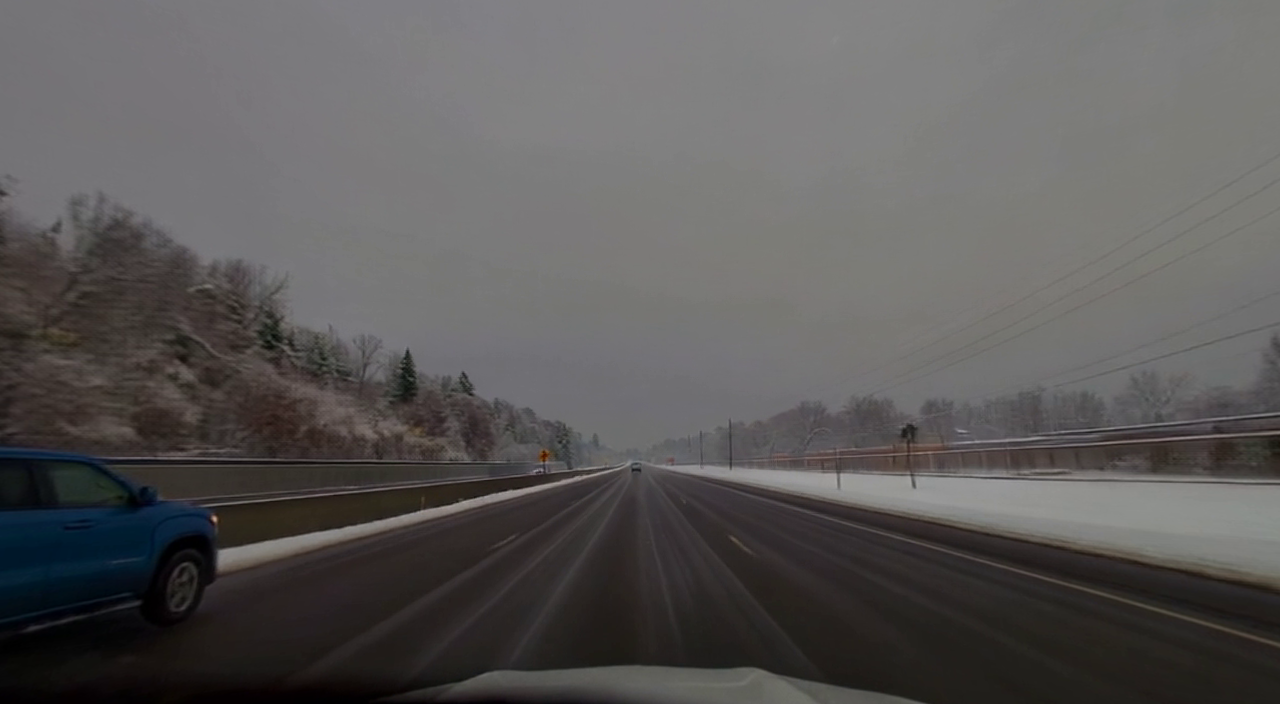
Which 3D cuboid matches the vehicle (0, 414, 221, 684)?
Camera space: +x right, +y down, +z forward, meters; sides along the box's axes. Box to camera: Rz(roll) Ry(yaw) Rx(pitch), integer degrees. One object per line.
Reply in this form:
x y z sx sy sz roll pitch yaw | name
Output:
-4.651 1.093 3.446 1.914 1.534 4.015 1 -10 0 | vehicle
